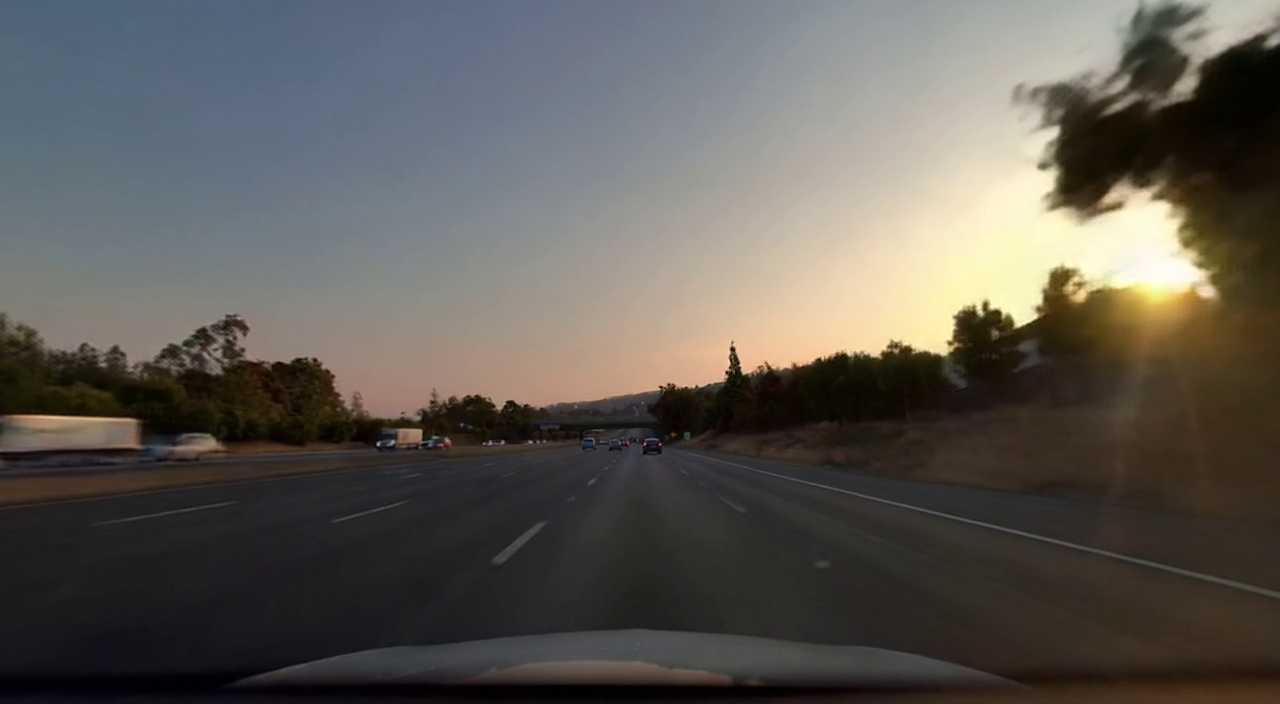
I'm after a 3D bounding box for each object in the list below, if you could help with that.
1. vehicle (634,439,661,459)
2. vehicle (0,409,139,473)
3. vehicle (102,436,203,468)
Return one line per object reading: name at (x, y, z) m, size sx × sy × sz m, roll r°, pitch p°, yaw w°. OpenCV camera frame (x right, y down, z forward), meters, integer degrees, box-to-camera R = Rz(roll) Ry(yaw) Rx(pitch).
vehicle at (0.567, 7.604, 49.526) m, size 2.021 × 1.528 × 4.154 m, roll 0°, pitch -8°, yaw -1°
vehicle at (-35.408, 5.268, 37.046) m, size 2.917 × 3.381 × 11.266 m, roll -1°, pitch -8°, yaw -1°
vehicle at (-27.738, 5.702, 36.159) m, size 1.935 × 1.681 × 4.774 m, roll 0°, pitch -8°, yaw 0°
